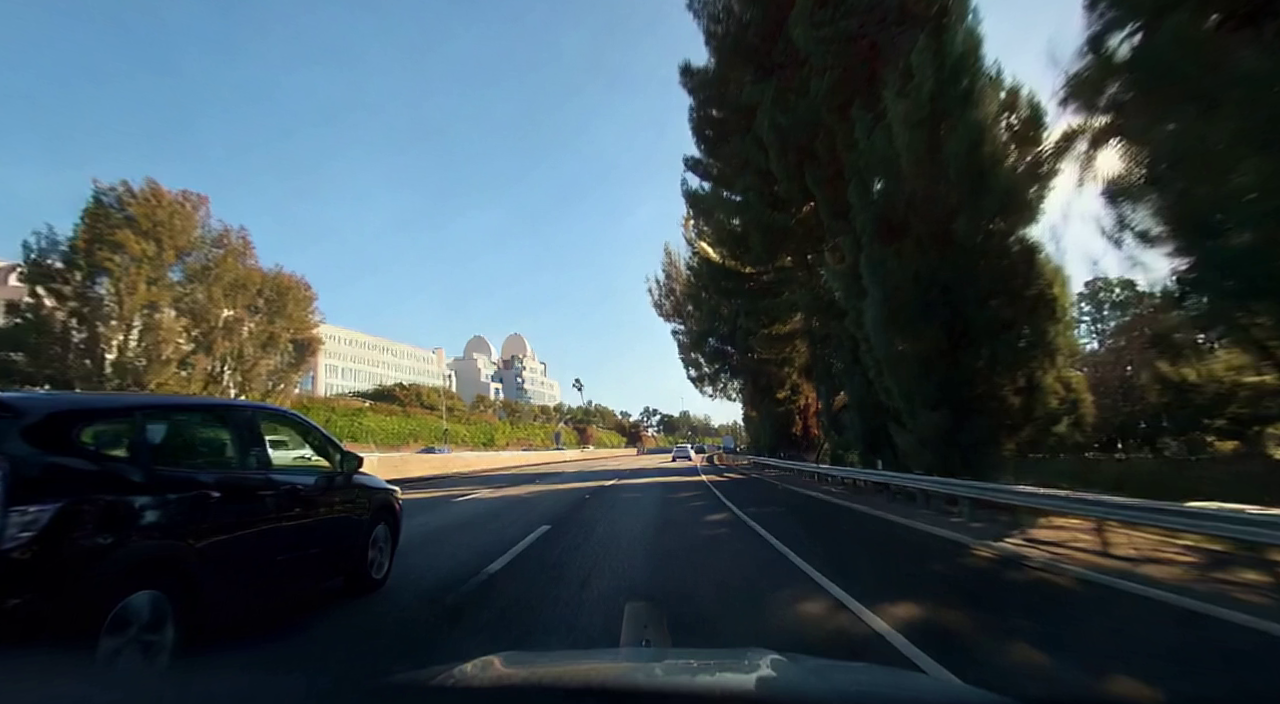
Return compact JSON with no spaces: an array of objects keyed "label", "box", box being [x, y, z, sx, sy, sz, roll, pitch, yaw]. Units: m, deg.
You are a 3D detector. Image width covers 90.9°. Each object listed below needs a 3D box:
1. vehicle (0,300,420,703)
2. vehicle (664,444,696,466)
[{"label":"vehicle","box":[-3.291,0.967,3.670,2.185,1.823,4.854,0,-9,1]},{"label":"vehicle","box":[2.811,7.153,44.053,2.158,1.458,3.656,-1,-9,5]}]
